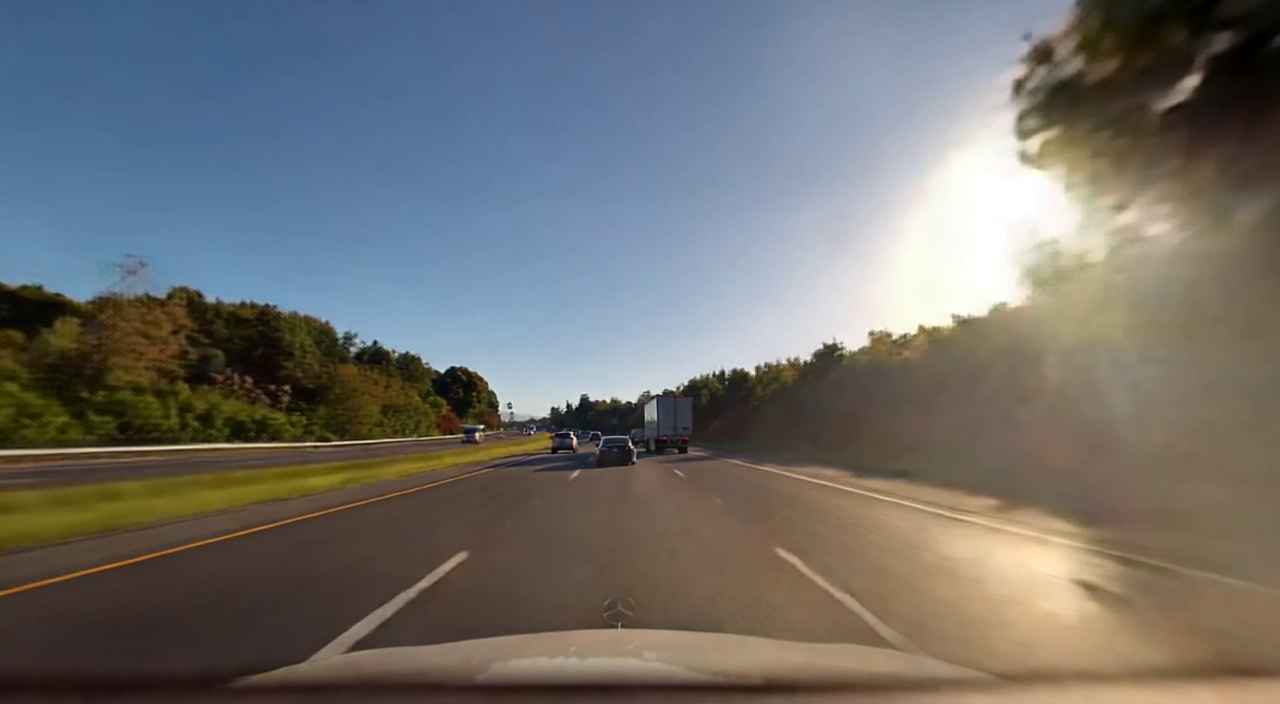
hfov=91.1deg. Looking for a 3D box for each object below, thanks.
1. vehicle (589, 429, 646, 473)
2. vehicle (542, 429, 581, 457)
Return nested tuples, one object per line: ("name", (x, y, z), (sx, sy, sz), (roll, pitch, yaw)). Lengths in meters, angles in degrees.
("vehicle", (-0.882, 3.885, 24.934), (2.048, 1.563, 4.087), (0, -8, -2))
("vehicle", (-5.392, 6.312, 43.726), (2.234, 1.773, 5.134), (0, -8, -2))
